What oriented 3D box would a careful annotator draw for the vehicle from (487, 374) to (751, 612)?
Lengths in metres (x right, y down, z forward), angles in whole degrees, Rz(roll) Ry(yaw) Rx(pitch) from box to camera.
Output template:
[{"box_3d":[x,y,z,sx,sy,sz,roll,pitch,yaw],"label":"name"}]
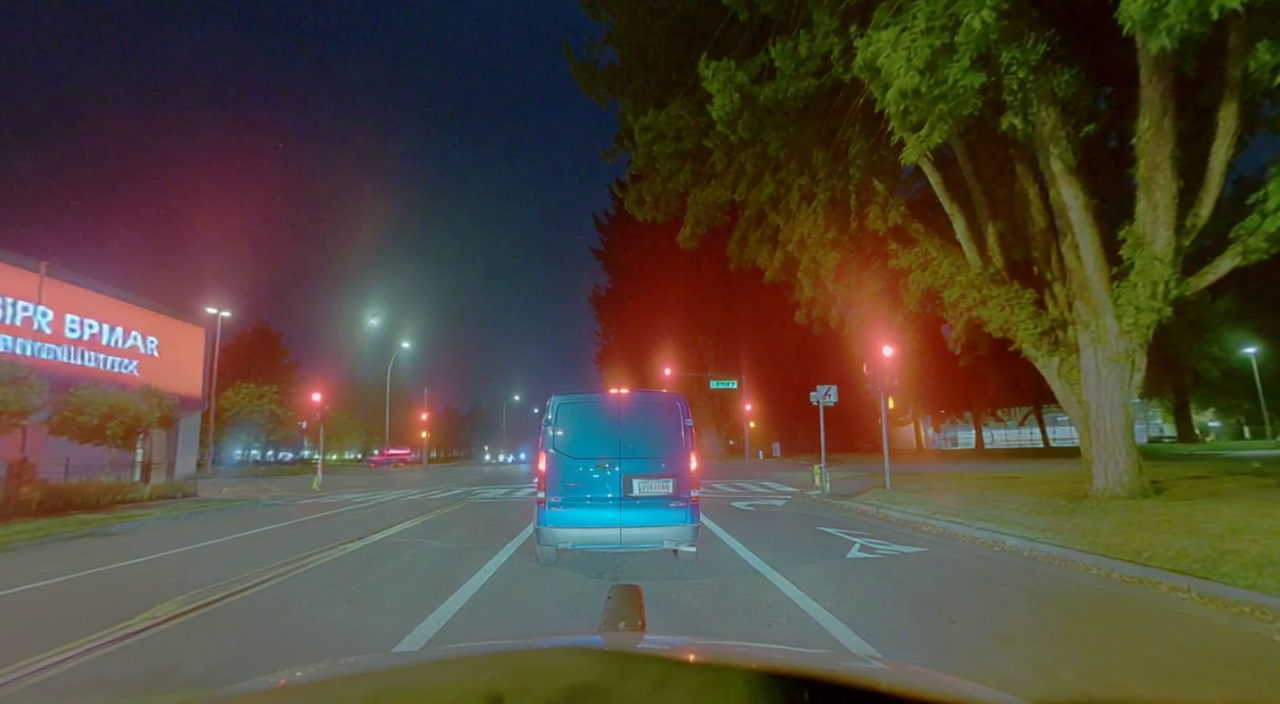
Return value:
[{"box_3d":[-0.297,1.462,7.290,2.181,1.949,3.932,1,-9,-4],"label":"vehicle"}]
